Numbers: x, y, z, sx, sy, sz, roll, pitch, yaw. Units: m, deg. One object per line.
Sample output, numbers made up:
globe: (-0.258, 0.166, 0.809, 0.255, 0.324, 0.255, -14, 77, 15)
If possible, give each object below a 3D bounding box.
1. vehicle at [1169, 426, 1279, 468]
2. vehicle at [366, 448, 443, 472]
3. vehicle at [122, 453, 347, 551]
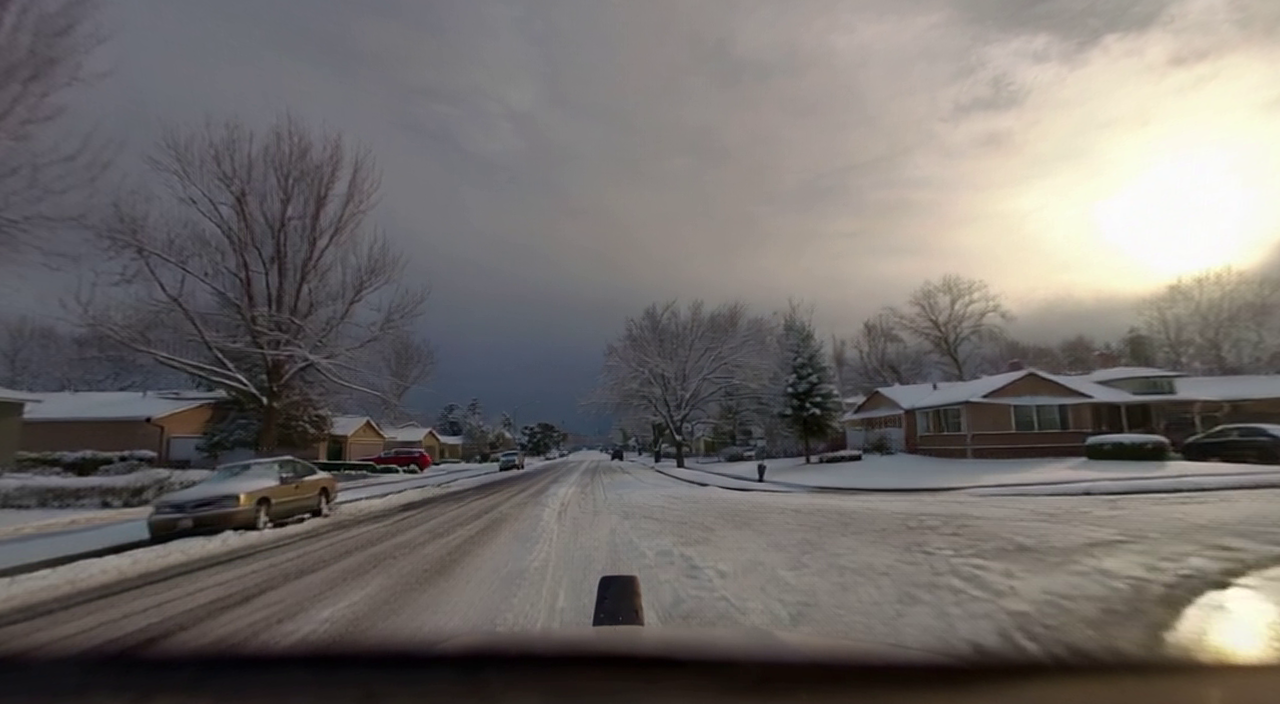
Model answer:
vehicle: (23.158, 3.545, 23.511, 1.932, 1.464, 5.044, 1, -9, -8)
vehicle: (-17.215, 7.932, 46.138, 4.850, 1.676, 1.920, 0, -9, -1)
vehicle: (-7.765, 2.858, 12.690, 1.938, 1.499, 4.290, -3, -9, -4)
